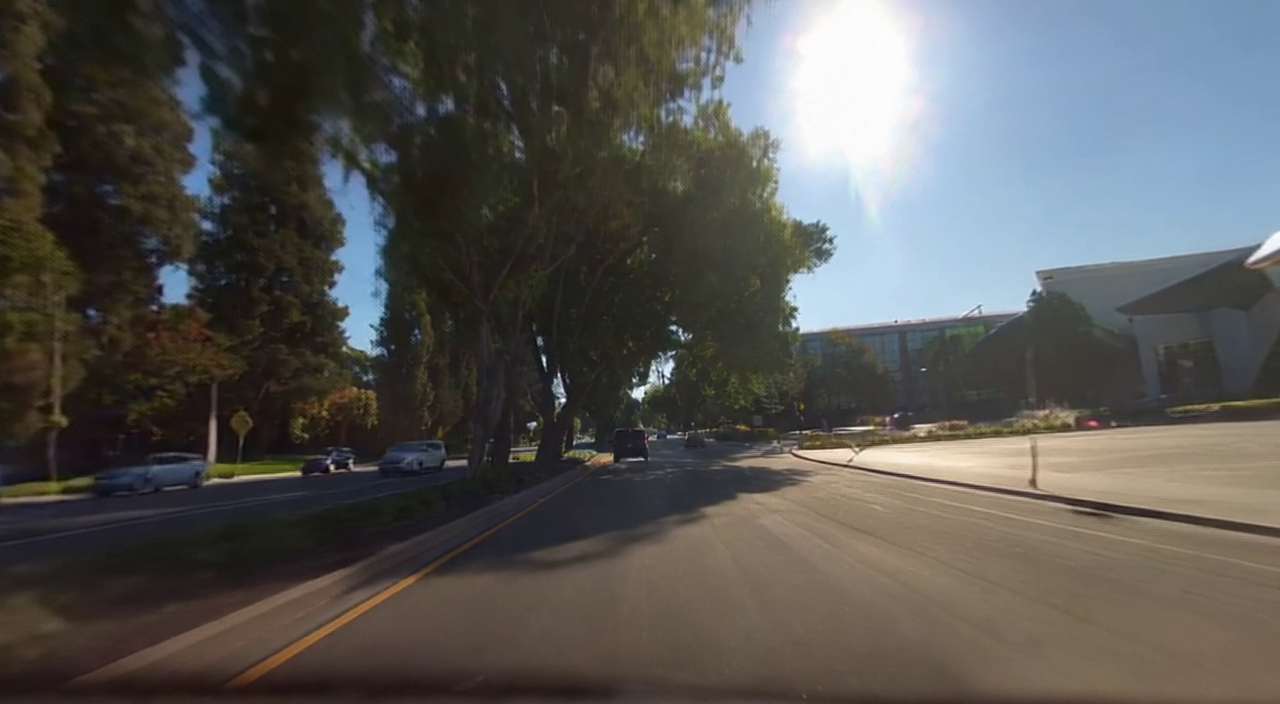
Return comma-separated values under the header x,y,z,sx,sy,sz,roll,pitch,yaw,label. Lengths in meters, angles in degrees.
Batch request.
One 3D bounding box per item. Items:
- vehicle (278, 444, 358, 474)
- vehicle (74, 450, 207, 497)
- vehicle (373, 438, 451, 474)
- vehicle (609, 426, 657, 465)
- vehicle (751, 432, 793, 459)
x,y,z,sx,sy,sz,roll,pitch,yaw,label
-18.022,5.970,35.591,2.003,1.533,4.691,0,-8,0,vehicle
-17.810,4.295,22.759,1.773,1.510,3.608,0,-8,0,vehicle
-10.859,4.970,30.487,1.979,1.605,4.550,0,-8,1,vehicle
-0.381,5.134,34.661,2.411,1.937,5.186,0,-8,-1,vehicle
9.418,6.721,45.430,2.364,1.781,4.854,-1,-9,5,vehicle
